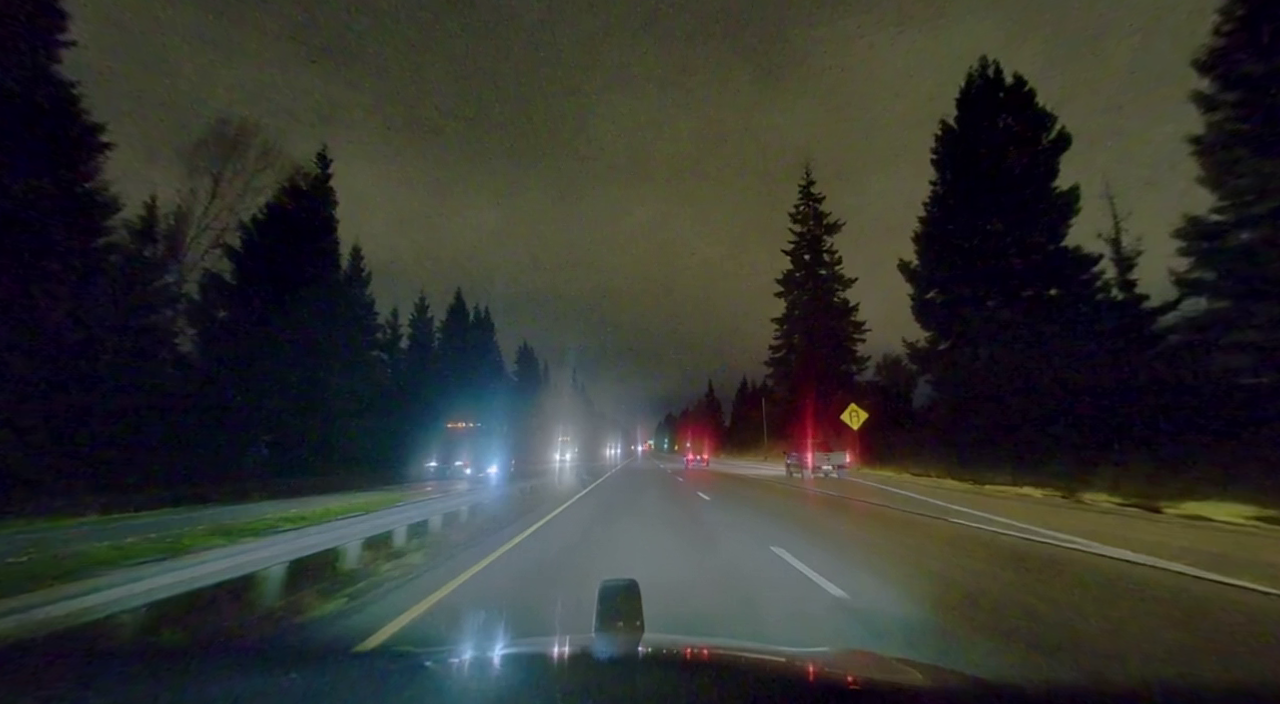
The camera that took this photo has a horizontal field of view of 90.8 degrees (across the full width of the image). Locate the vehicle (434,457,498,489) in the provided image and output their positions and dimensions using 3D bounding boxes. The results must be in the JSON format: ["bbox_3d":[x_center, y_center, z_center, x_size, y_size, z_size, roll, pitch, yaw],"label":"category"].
[{"bbox_3d":[-8.946,6.234,32.829,1.962,1.485,4.627,0,-9,0],"label":"vehicle"}]

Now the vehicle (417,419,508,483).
[{"bbox_3d":[-13.196,7.641,48.740,2.895,4.132,14.189,0,-9,0],"label":"vehicle"}]

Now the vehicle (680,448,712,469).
[{"bbox_3d":[4.299,8.258,49.052,2.013,1.584,3.995,0,-9,-1],"label":"vehicle"}]
